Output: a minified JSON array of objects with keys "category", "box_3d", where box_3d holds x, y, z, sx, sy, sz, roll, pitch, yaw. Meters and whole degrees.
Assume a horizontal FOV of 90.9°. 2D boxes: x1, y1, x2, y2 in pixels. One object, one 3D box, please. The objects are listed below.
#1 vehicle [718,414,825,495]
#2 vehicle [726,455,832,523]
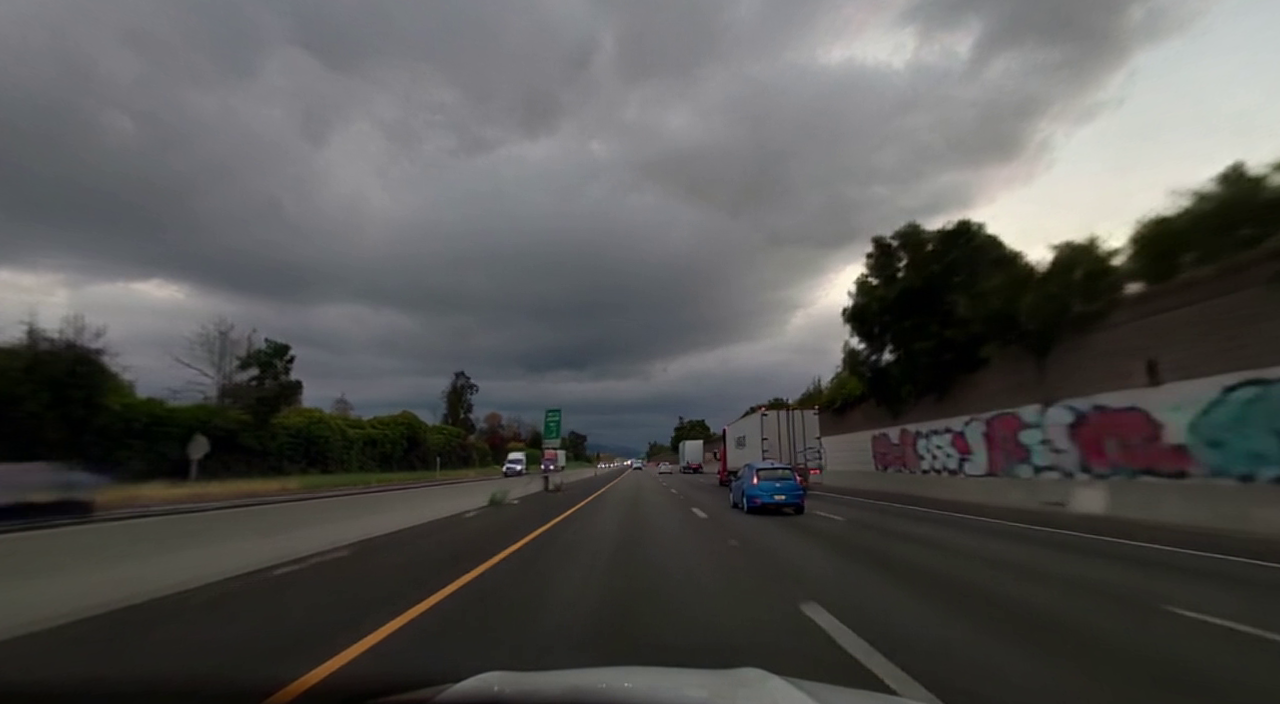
[{"category":"vehicle","box_3d":[7.663,6.686,40.325,3.298,4.017,16.824,1,-10,0]},{"category":"vehicle","box_3d":[3.568,3.619,16.911,2.011,1.574,3.512,1,-11,0]}]
